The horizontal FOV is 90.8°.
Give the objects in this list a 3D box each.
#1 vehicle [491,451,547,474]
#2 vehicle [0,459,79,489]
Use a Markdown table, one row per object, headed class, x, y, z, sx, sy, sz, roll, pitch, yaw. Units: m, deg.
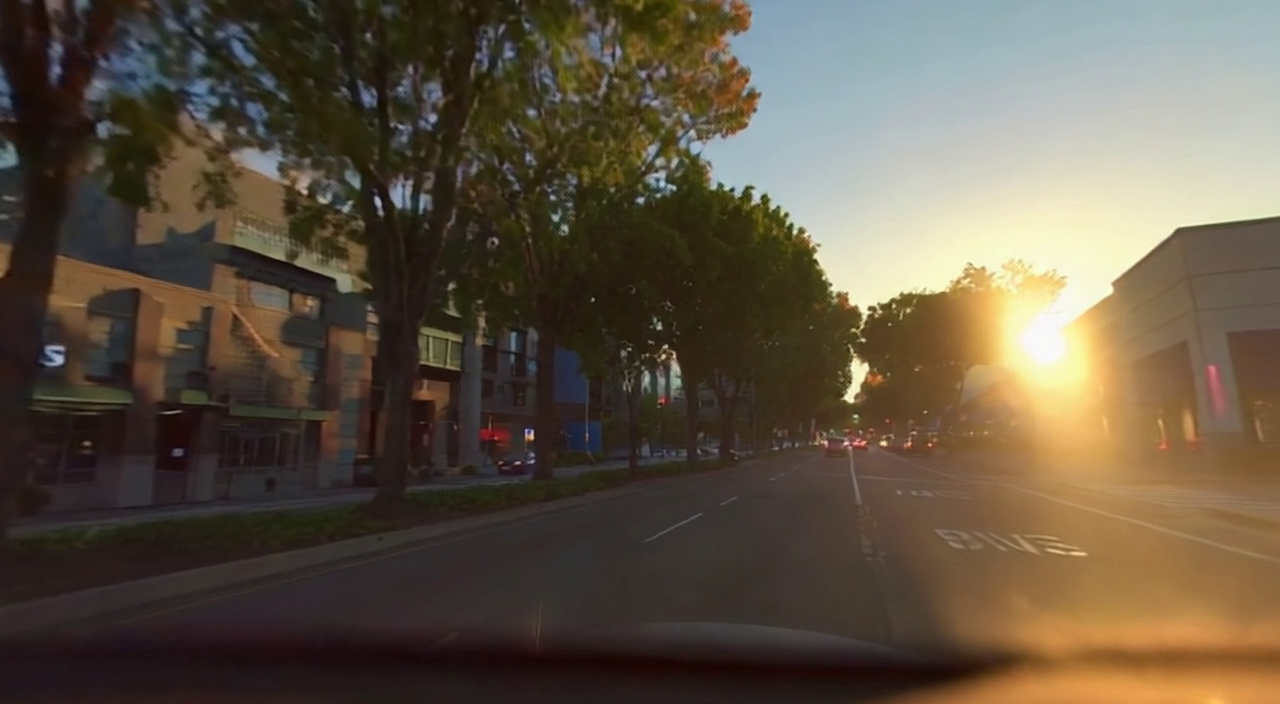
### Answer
| class | x | y | z | sx | sy | sz | roll | pitch | yaw |
| --- | --- | --- | --- | --- | --- | --- | --- | --- | --- |
| vehicle | -8.289 | 7.599 | 43.595 | 1.840 | 1.440 | 4.442 | -5 | -10 | 19 |
| vehicle | -34.510 | 6.858 | 35.441 | 1.689 | 1.534 | 4.158 | -7 | -12 | 19 |
